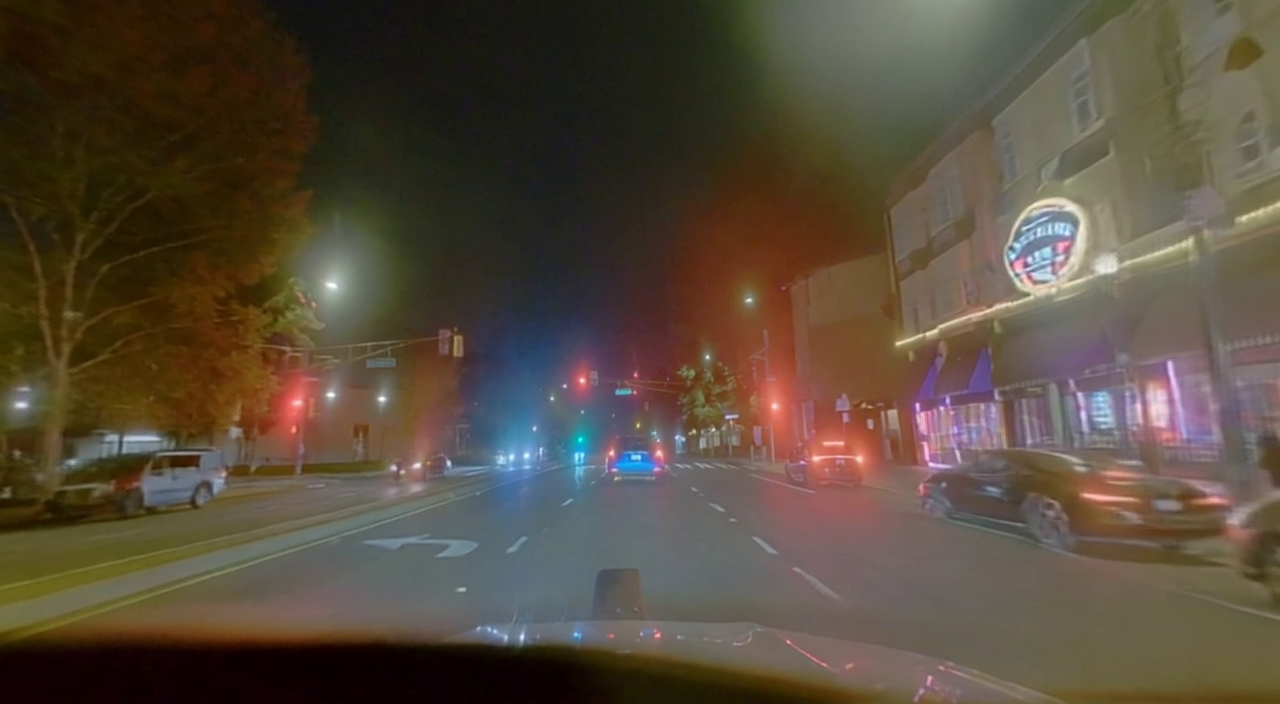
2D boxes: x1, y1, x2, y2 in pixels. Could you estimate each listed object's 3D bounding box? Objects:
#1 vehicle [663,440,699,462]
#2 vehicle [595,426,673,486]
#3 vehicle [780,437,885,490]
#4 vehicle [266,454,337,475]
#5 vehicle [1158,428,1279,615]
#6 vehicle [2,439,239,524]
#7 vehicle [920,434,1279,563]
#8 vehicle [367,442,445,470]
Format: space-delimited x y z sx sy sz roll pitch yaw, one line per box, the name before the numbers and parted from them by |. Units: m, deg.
vehicle | 2.826 6.978 44.674 2.209 1.478 4.138 0 -9 -1
vehicle | -0.220 3.516 21.524 2.382 1.796 4.610 0 -9 -1
vehicle | 6.086 3.580 20.586 1.986 1.515 4.265 0 -9 -1
vehicle | -26.000 8.605 48.600 4.317 1.524 1.809 0 -9 -1
vehicle | 6.153 1.174 3.833 2.048 1.484 4.709 0 -9 1
vehicle | -14.058 3.487 17.711 2.197 1.985 5.183 0 -9 0
vehicle | 6.217 1.991 9.412 1.964 1.429 4.515 0 -9 -1
vehicle | -15.537 6.934 42.055 4.427 1.757 2.125 -3 -9 18
